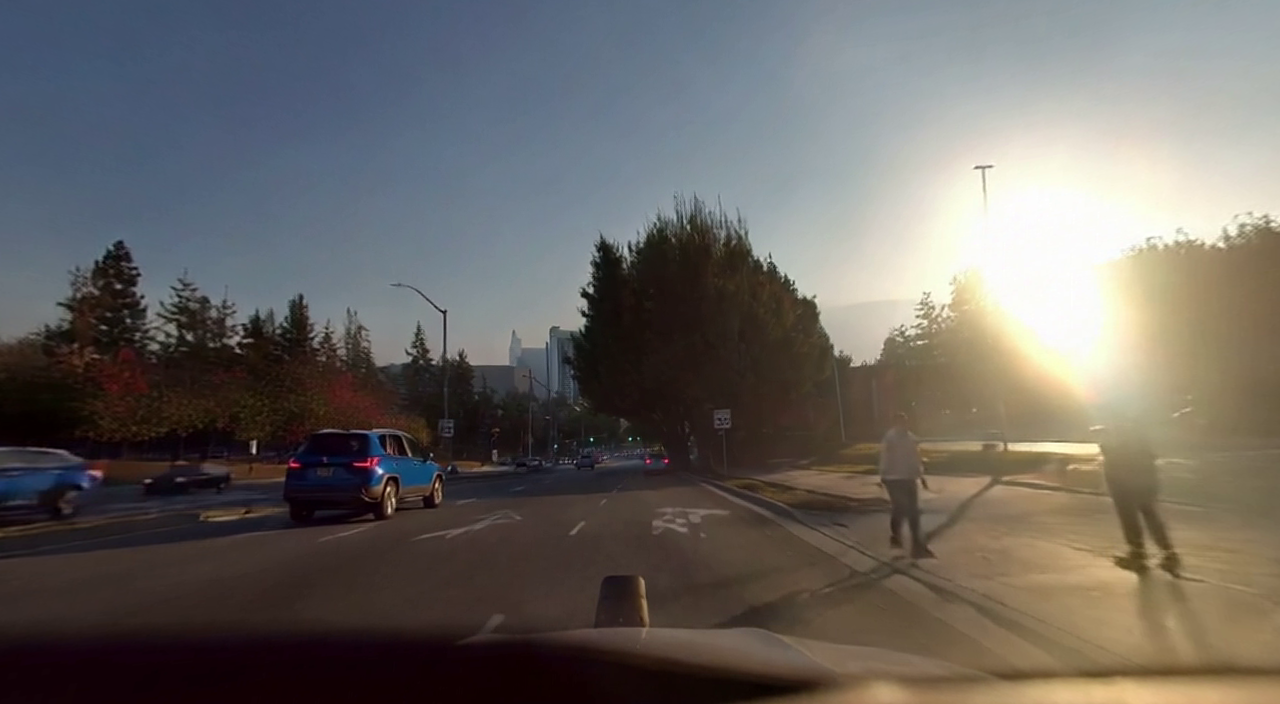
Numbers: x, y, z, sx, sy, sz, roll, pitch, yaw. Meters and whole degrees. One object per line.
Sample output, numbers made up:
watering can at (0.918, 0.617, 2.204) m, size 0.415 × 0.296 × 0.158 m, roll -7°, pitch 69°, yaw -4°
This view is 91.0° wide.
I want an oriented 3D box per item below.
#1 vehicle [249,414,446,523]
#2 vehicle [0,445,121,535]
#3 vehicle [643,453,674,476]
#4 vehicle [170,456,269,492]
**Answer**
vehicle at (-5.834, 2.377, 13.322) m, size 2.027 × 1.908 × 4.273 m, roll 0°, pitch -8°, yaw 1°
vehicle at (-12.051, 2.396, 10.925) m, size 2.064 × 1.515 × 5.056 m, roll 0°, pitch -8°, yaw -4°
vehicle at (1.285, 7.980, 44.908) m, size 2.091 × 1.494 × 3.962 m, roll 0°, pitch -8°, yaw 0°
vehicle at (-21.562, 6.234, 32.569) m, size 1.981 × 1.650 × 4.491 m, roll 0°, pitch -8°, yaw 1°
